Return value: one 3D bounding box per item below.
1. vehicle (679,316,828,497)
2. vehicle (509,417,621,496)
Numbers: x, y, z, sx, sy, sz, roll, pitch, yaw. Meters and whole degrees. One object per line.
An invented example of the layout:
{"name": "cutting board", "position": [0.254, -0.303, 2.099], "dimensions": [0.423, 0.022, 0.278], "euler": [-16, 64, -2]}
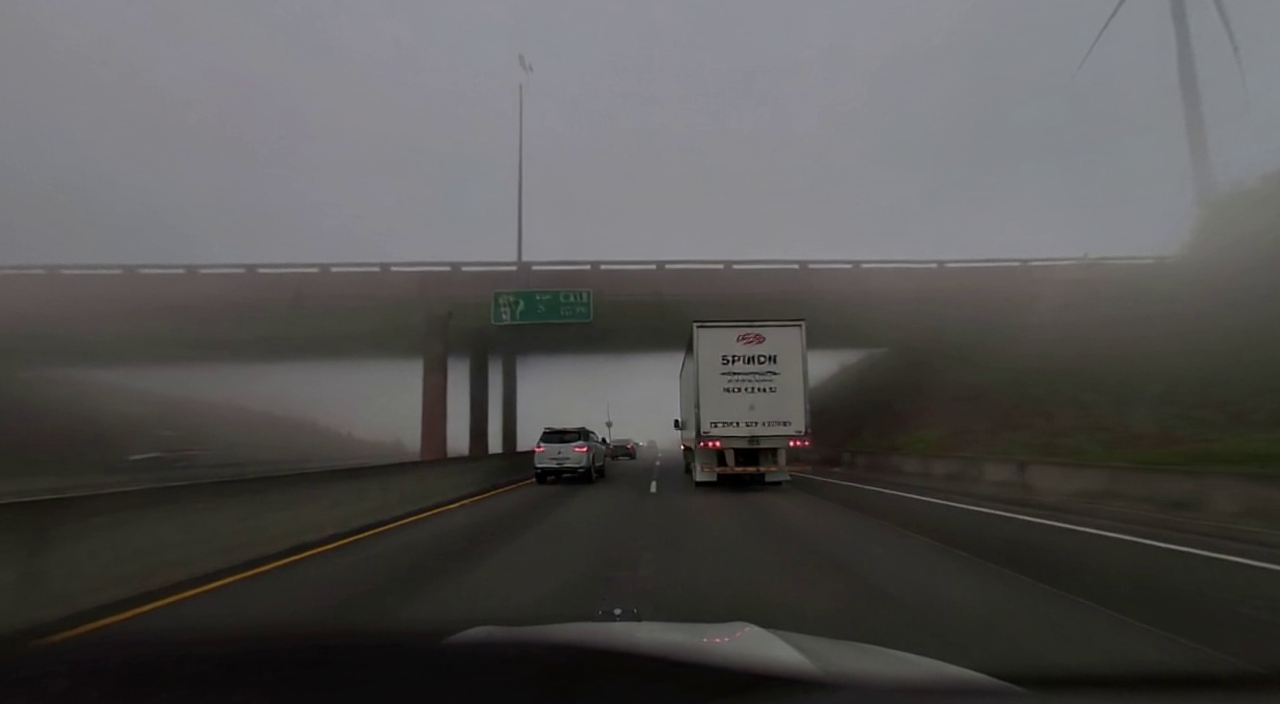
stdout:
{"name": "vehicle", "position": [2.866, 1.994, 20.238], "dimensions": [2.906, 3.990, 12.551], "euler": [0, -7, 2]}
{"name": "vehicle", "position": [-1.803, 2.714, 16.908], "dimensions": [2.283, 1.814, 4.568], "euler": [0, -8, 2]}
